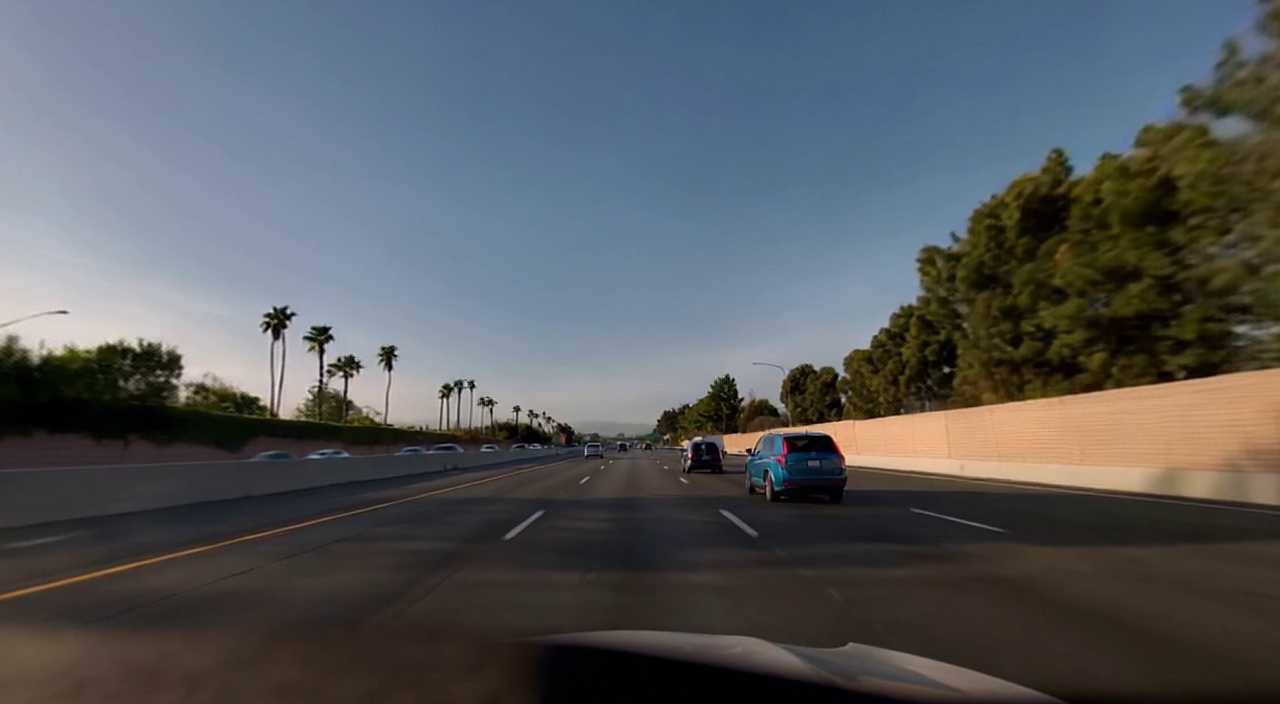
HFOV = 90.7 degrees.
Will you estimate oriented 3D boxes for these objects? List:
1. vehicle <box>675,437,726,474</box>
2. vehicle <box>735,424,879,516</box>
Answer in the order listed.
[{"bbox_3d":[2.964,5.199,31.993,2.045,1.688,4.313,0,-8,-2],"label":"vehicle"},{"bbox_3d":[3.427,2.502,13.916,1.910,1.696,4.187,0,-8,-2],"label":"vehicle"}]
